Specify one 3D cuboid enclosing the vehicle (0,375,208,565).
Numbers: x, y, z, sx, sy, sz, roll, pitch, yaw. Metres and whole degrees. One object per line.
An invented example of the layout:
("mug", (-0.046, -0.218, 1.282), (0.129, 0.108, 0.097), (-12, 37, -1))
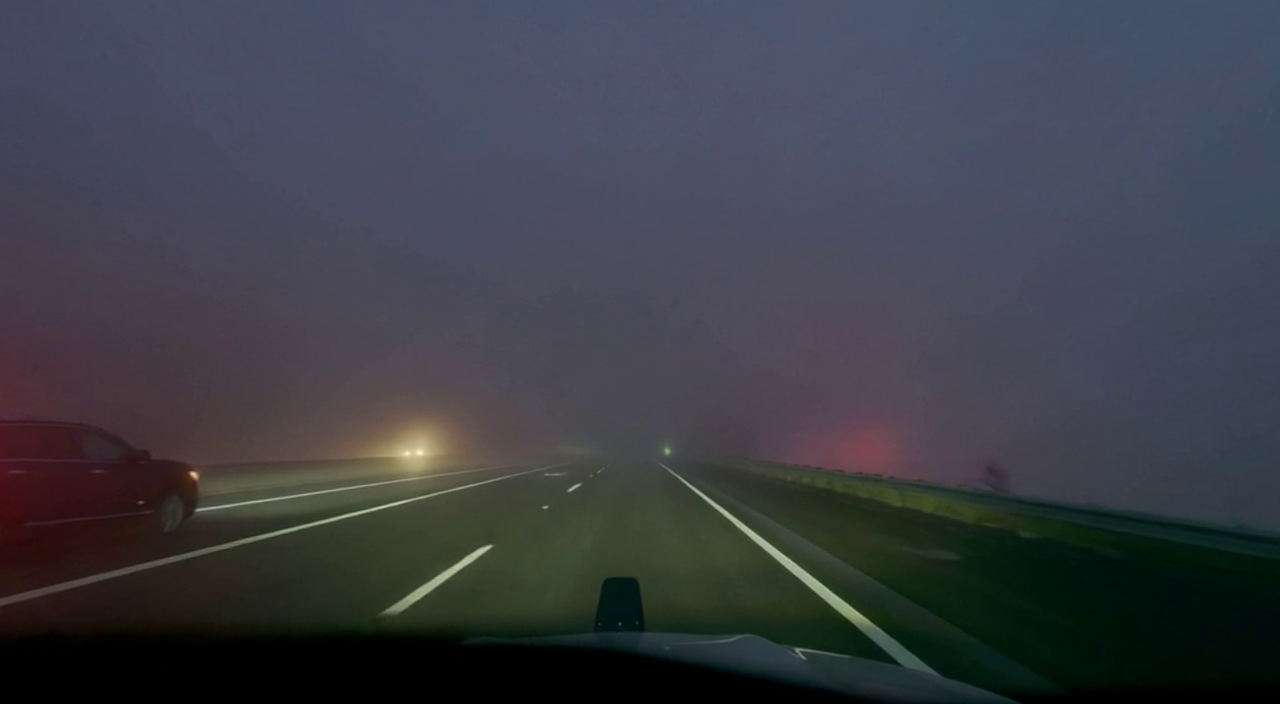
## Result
("vehicle", (-7.719, 1.300, 7.069), (2.163, 1.947, 4.959), (0, -8, 0))
